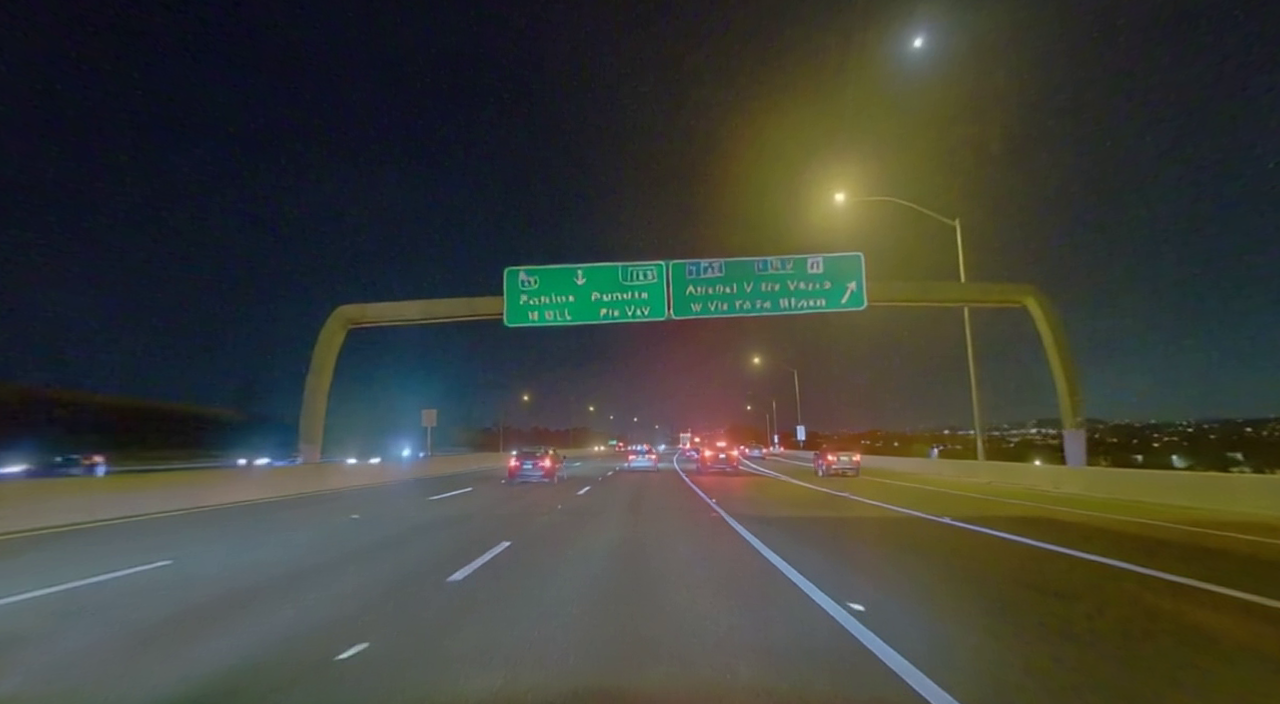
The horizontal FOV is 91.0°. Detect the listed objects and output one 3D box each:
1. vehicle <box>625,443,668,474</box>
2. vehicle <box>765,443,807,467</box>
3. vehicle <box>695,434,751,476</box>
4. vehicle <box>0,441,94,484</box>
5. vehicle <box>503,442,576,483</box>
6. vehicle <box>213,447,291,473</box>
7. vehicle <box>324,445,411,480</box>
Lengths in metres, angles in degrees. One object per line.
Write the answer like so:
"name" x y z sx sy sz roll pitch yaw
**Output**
"vehicle" 0.362 5.430 32.321 2.071 1.478 4.130 0 -9 1
"vehicle" 9.606 6.819 41.772 1.971 1.464 4.357 0 -9 3
"vehicle" 3.738 4.725 29.032 2.045 1.768 4.249 0 -9 0
"vehicle" -26.258 4.630 26.626 1.941 1.685 4.713 0 -9 2
"vehicle" -3.887 4.369 25.202 1.996 1.488 4.451 0 -9 2
"vehicle" -23.549 6.573 38.459 1.856 1.497 4.453 0 -9 1
"vehicle" -12.830 5.215 29.981 1.962 1.520 4.617 0 -9 2
